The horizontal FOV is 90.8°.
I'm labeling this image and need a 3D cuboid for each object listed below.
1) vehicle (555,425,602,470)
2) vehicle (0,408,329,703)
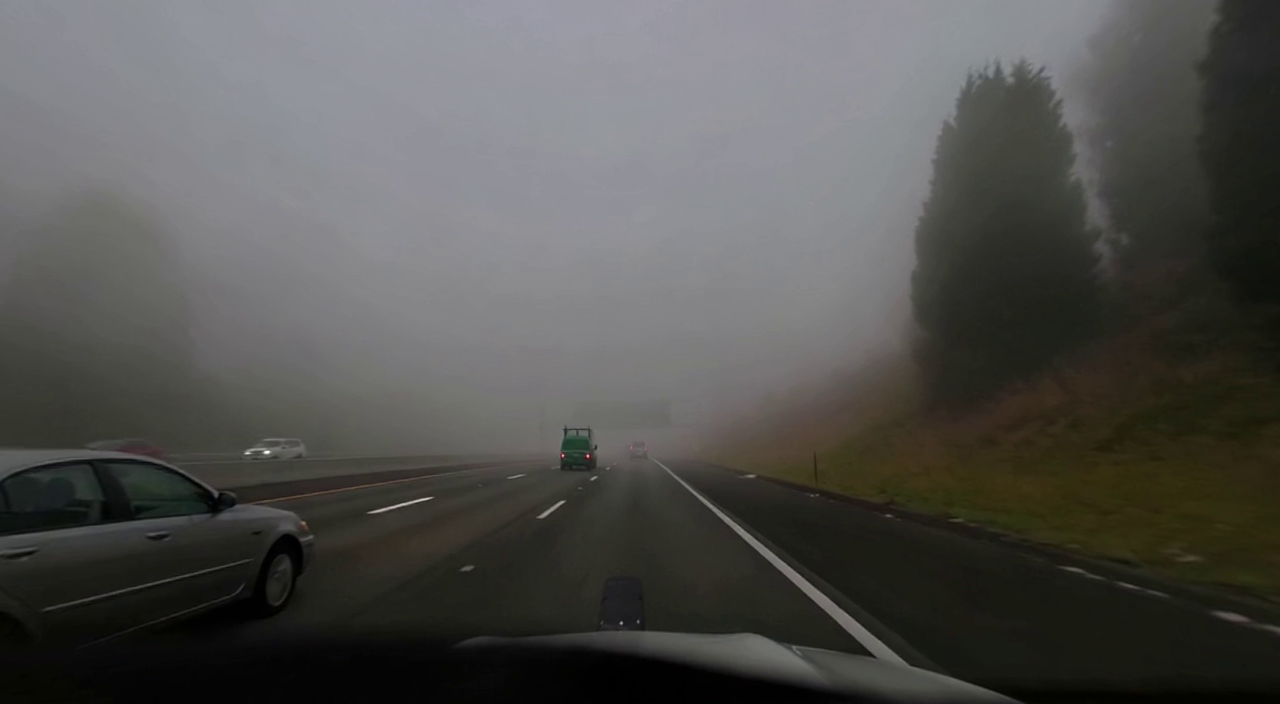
[{"bbox_3d":[-3.607,5.781,38.087,2.290,2.453,5.561,0,-9,0],"label":"vehicle"},{"bbox_3d":[-3.583,1.062,3.270,1.924,1.436,3.915,0,-9,0],"label":"vehicle"}]
